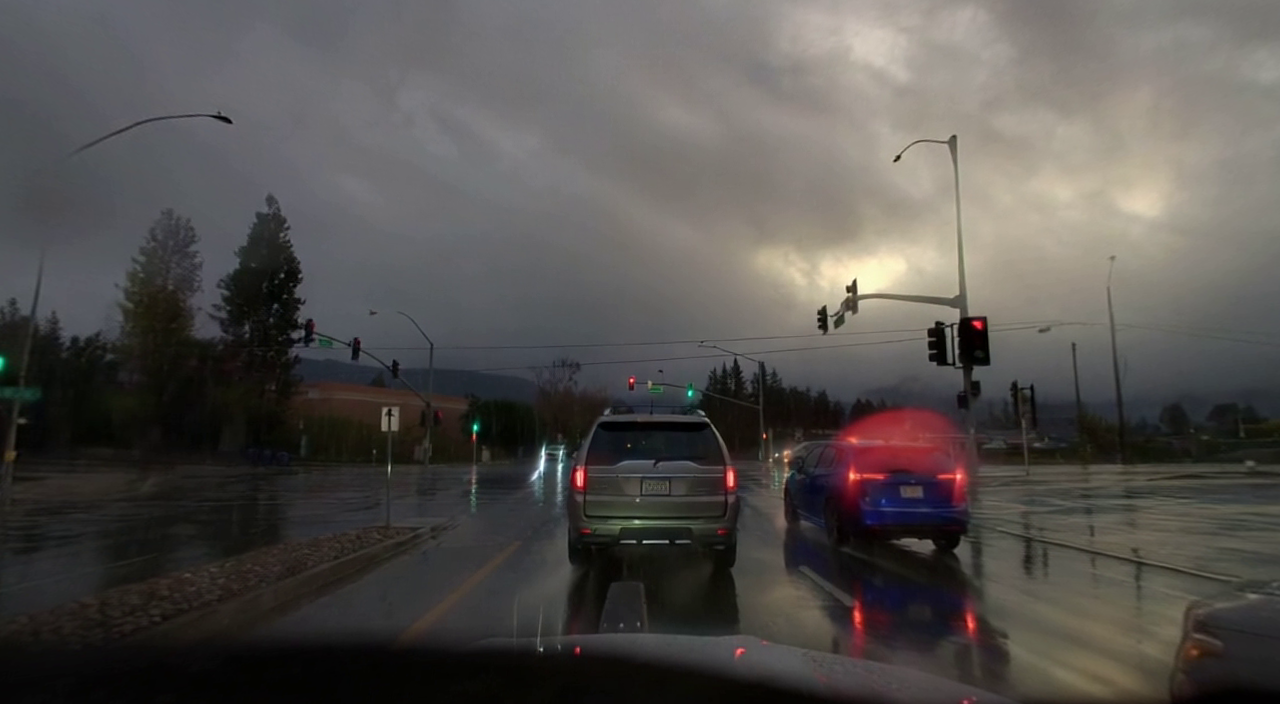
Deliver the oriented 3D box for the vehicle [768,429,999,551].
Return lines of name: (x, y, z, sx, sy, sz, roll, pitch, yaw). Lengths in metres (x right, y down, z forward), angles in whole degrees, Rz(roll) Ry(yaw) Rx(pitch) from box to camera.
vehicle: (3.483, 2.039, 10.054, 1.861, 1.495, 4.215, 0, -8, -2)

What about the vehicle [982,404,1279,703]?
vehicle: (3.152, 0.858, 1.750, 1.924, 1.466, 4.461, 0, -8, 0)

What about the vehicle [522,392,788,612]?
vehicle: (0.116, 1.562, 7.507, 2.170, 1.793, 4.468, 0, -8, 0)
